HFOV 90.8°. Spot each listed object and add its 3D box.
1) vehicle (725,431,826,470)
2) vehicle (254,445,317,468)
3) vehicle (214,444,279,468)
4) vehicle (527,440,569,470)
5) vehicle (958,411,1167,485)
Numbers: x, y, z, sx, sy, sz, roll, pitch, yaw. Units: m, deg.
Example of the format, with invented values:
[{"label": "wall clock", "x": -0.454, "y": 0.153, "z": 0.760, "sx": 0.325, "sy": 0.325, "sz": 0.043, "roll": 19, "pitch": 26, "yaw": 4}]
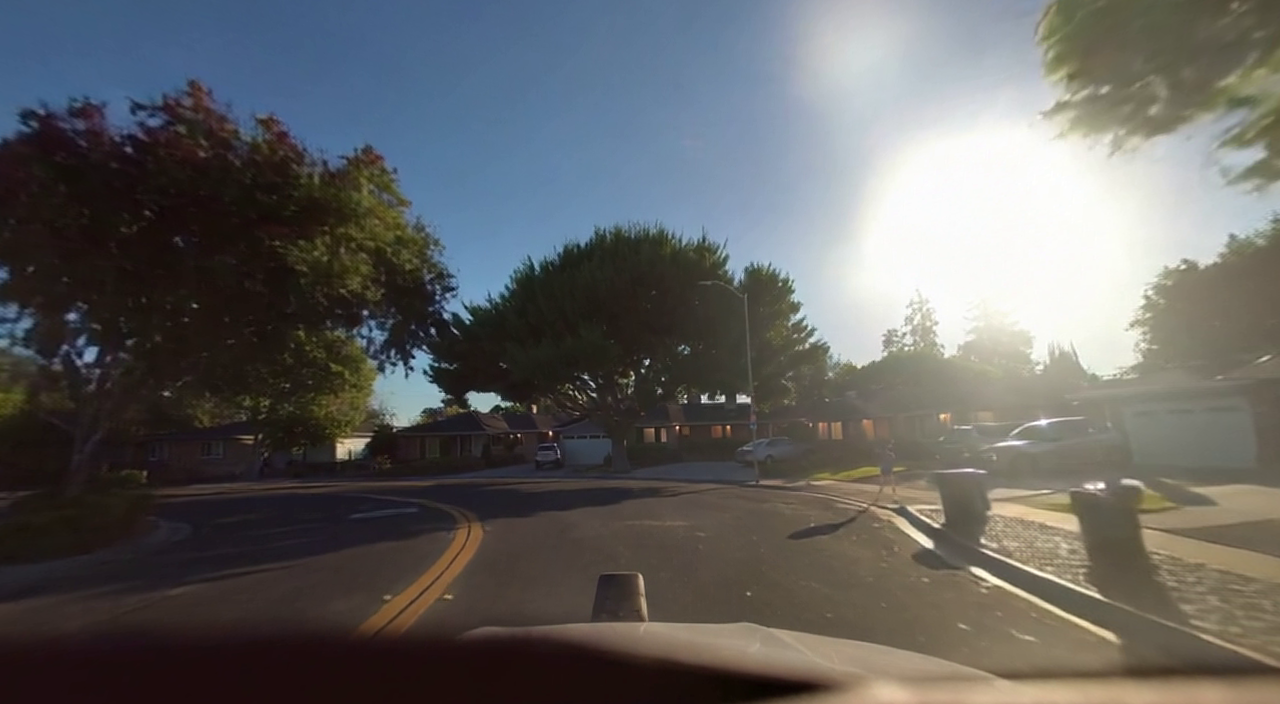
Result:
[{"label": "vehicle", "x": 6.916, "y": 4.958, "z": 32.126, "sx": 4.799, "sy": 1.451, "sz": 2.144, "roll": -1, "pitch": -7, "yaw": -32}, {"label": "vehicle", "x": -24.703, "y": 7.259, "z": 44.177, "sx": 1.933, "sy": 1.477, "sz": 4.361, "roll": 0, "pitch": -9, "yaw": -2}, {"label": "vehicle", "x": -27.357, "y": 7.235, "z": 44.131, "sx": 2.042, "sy": 1.633, "sz": 4.132, "roll": 0, "pitch": -9, "yaw": -3}, {"label": "vehicle", "x": -5.574, "y": 6.278, "z": 38.832, "sx": 1.819, "sy": 1.442, "sz": 4.329, "roll": 0, "pitch": -4, "yaw": 2}, {"label": "vehicle", "x": 11.693, "y": 2.713, "z": 17.761, "sx": 4.327, "sy": 1.573, "sz": 1.967, "roll": -5, "pitch": -10, "yaw": -1}]
